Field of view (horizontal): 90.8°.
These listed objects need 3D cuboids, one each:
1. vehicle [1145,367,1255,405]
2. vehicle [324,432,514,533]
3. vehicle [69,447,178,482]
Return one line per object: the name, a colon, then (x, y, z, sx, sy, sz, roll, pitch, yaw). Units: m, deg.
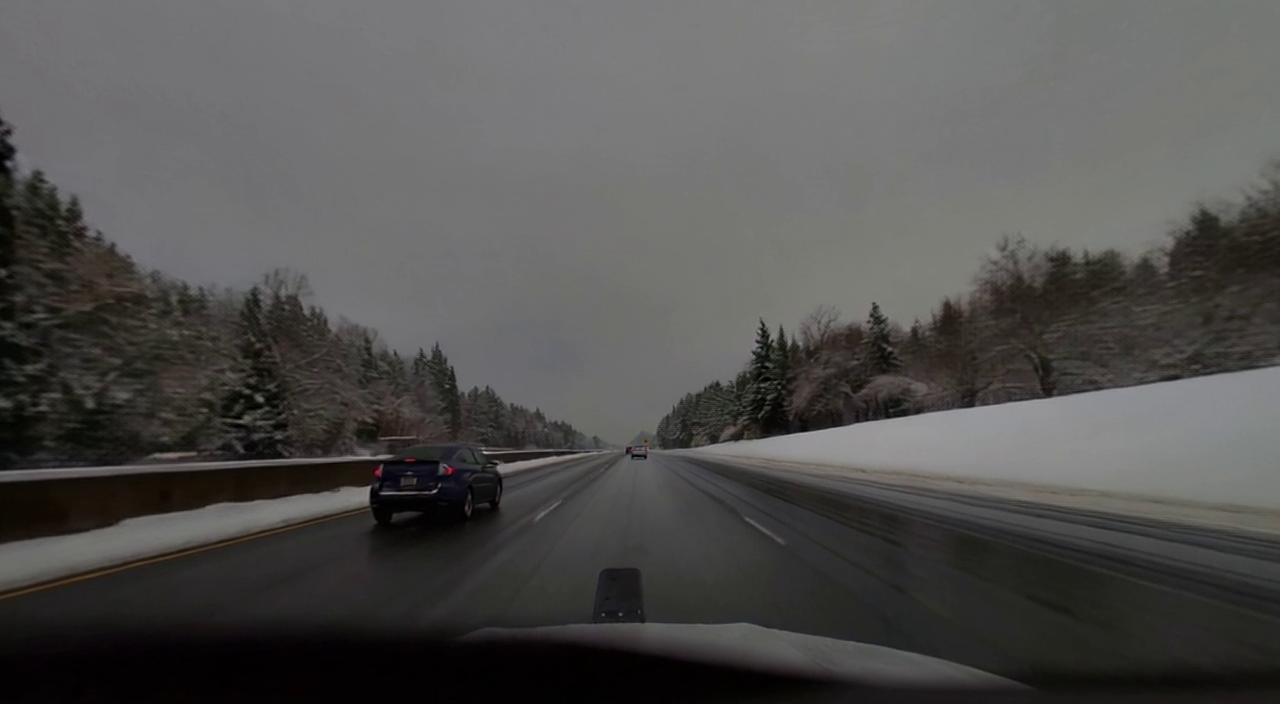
vehicle: (32.432, 2.064, 36.799, 2.014, 1.774, 4.550, 1, -8, -5)
vehicle: (-3.876, 2.348, 12.030, 2.050, 1.547, 4.266, 0, -8, 0)
vehicle: (-28.011, 6.082, 34.502, 1.975, 1.721, 4.697, 0, -8, 0)
